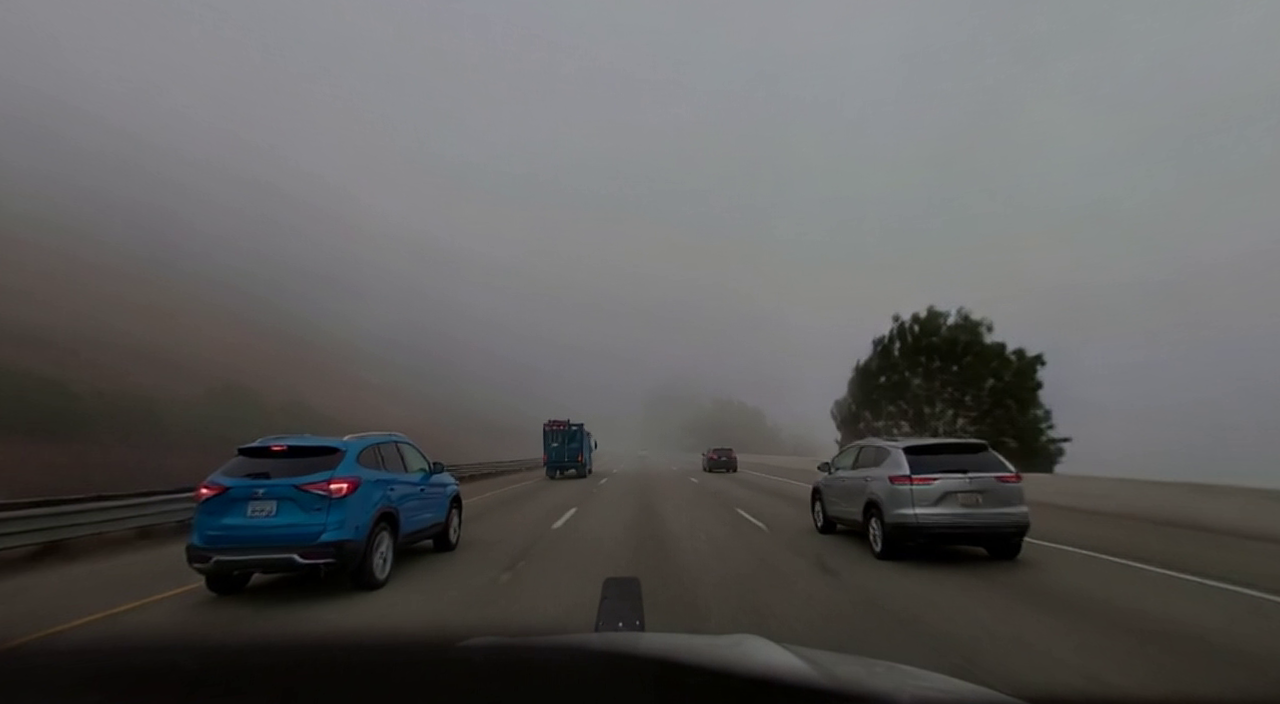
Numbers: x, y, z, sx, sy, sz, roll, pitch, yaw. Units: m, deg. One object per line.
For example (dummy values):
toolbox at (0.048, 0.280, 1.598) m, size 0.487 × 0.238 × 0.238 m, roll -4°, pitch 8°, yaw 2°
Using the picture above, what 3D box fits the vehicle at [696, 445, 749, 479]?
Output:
vehicle at (4.139, 5.605, 32.422) m, size 2.071 × 1.570 × 4.637 m, roll 0°, pitch -8°, yaw -1°

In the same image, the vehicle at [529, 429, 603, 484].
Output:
vehicle at (-3.048, 4.477, 27.256) m, size 2.494 × 2.136 × 5.539 m, roll 0°, pitch -8°, yaw 0°

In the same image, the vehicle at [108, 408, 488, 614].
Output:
vehicle at (-3.401, 1.655, 7.476) m, size 2.080 × 1.716 × 4.207 m, roll 0°, pitch -8°, yaw 1°

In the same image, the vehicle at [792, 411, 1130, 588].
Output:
vehicle at (3.681, 1.772, 8.475) m, size 2.066 × 1.696 × 4.604 m, roll 0°, pitch -8°, yaw -1°

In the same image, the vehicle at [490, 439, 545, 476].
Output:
vehicle at (-6.958, 6.033, 36.342) m, size 2.149 × 1.922 × 4.976 m, roll 0°, pitch -8°, yaw 0°
